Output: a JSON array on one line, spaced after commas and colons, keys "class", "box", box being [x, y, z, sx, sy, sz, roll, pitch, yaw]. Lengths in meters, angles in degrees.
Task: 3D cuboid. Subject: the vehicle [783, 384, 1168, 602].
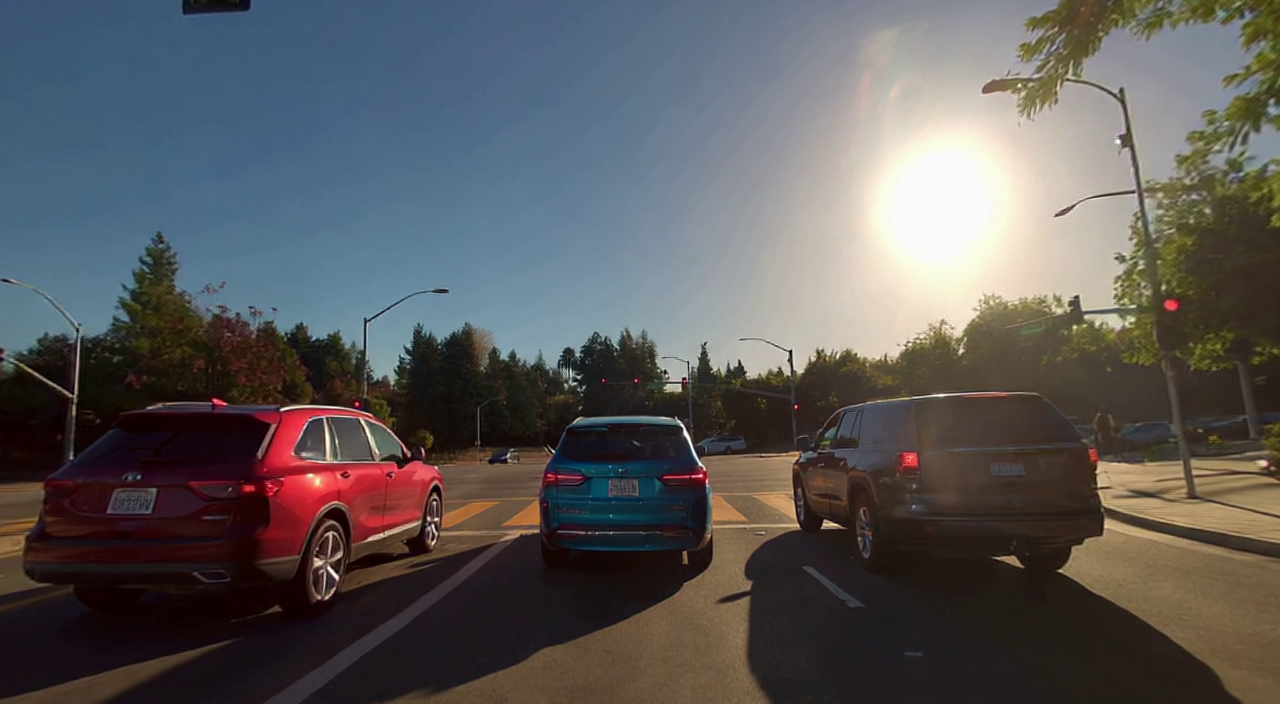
[{"class": "vehicle", "box": [3.269, 1.485, 7.498, 2.083, 1.779, 4.532, 0, -8, 0]}]

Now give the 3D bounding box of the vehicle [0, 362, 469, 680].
[{"class": "vehicle", "box": [-3.274, 1.284, 5.893, 2.047, 1.810, 4.414, 0, -8, 1]}]

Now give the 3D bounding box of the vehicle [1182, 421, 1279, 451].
[{"class": "vehicle", "box": [32.801, 4.652, 34.755, 4.175, 1.634, 1.877, 1, -8, -4]}]

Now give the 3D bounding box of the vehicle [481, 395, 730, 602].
[{"class": "vehicle", "box": [-0.232, 1.513, 7.308, 2.067, 1.702, 3.987, 0, -8, 2]}]
